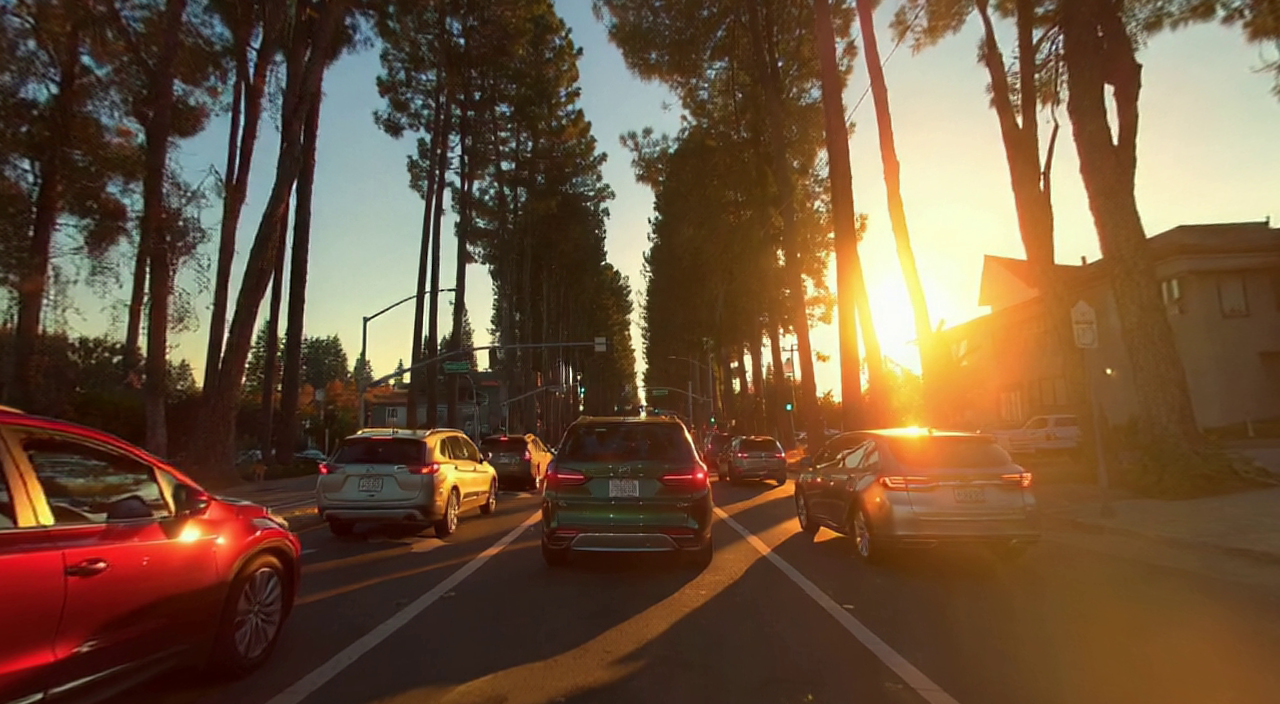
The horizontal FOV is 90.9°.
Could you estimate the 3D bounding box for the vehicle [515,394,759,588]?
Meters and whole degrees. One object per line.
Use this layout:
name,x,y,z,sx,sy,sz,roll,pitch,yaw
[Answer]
vehicle,-0.011,1.552,7.788,2.193,1.744,4.033,0,-8,1

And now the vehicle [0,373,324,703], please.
vehicle,-3.779,0.998,3.301,1.929,1.641,4.193,0,-8,2

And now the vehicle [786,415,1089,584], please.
vehicle,3.254,1.671,7.860,1.922,1.579,3.642,0,-8,-1

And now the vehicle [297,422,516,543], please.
vehicle,-3.659,2.120,10.917,2.042,1.641,4.314,0,-8,1
